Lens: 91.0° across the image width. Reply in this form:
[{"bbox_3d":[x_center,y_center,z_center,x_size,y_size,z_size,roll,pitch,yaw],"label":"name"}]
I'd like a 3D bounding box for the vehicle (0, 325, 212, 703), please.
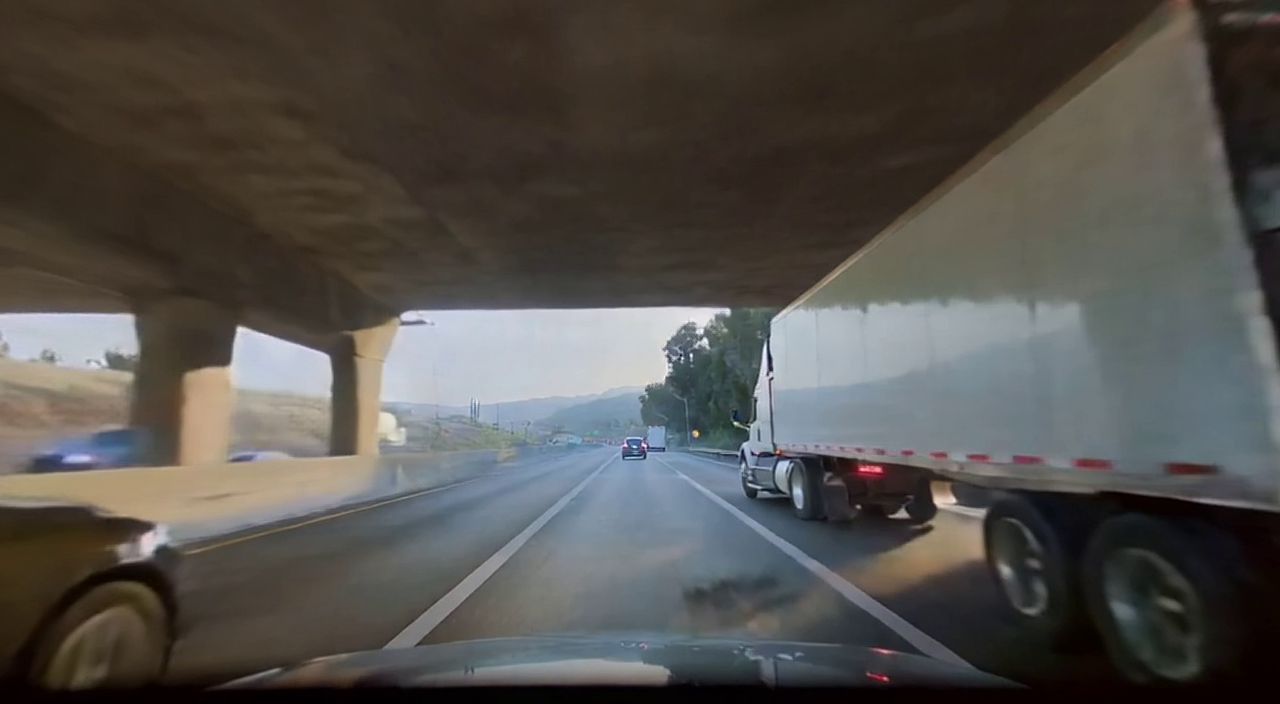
[{"bbox_3d":[-3.606,0.631,1.287,2.326,1.761,4.450,0,-8,-1],"label":"vehicle"}]

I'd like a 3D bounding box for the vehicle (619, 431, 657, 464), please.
[{"bbox_3d":[-0.203,6.407,42.361,2.456,2.007,4.728,0,-8,-2],"label":"vehicle"}]

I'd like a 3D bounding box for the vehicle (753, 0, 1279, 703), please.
[{"bbox_3d":[3.848,0.173,5.737,3.469,3.881,10.805,0,-8,-1],"label":"vehicle"}]
